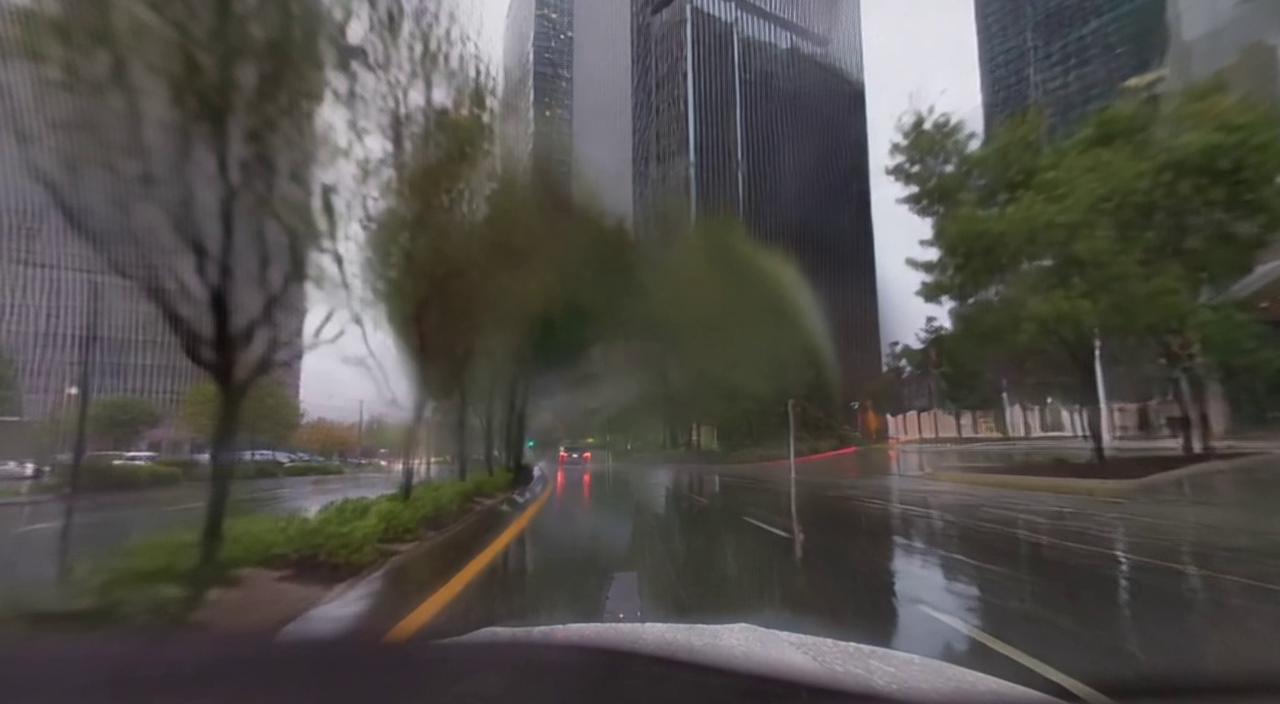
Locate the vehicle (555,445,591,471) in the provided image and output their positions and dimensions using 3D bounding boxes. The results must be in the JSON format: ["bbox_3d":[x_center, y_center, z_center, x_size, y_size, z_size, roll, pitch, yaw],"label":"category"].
[{"bbox_3d":[-5.135,8.037,47.976,2.129,1.816,4.851,2,-9,-12],"label":"vehicle"}]
